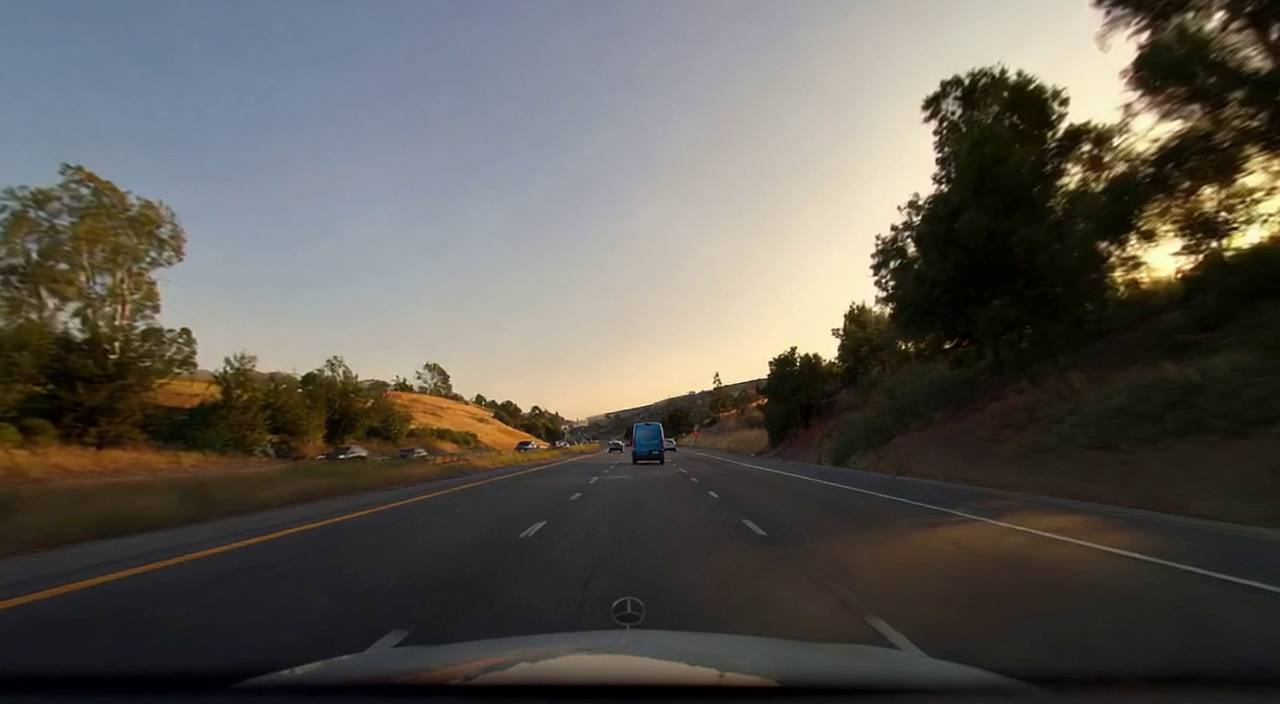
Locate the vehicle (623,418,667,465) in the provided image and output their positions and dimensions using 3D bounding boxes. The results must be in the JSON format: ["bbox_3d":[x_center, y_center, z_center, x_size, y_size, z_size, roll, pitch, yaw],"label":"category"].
[{"bbox_3d":[0.258,5.146,36.141,2.329,2.483,5.428,0,-8,0],"label":"vehicle"}]
